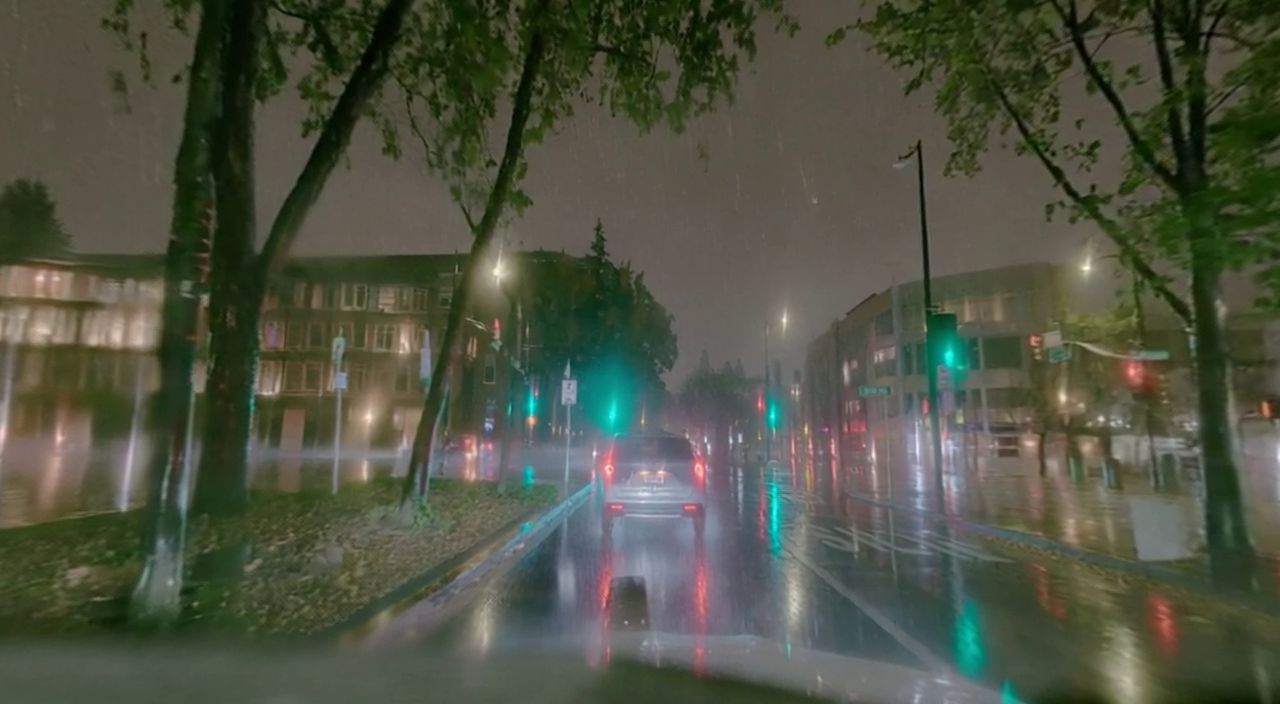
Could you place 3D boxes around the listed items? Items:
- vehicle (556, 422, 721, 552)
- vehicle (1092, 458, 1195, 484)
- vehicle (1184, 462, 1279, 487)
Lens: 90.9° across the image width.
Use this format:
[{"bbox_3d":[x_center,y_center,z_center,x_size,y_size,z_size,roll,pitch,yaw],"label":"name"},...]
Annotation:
[{"bbox_3d":[-0.008,1.992,9.957,2.079,1.621,3.861,0,-8,1],"label":"vehicle"},{"bbox_3d":[30.347,7.139,38.032,4.668,1.441,1.904,0,-9,-4],"label":"vehicle"},{"bbox_3d":[36.064,7.383,38.141,4.457,1.409,1.873,0,-9,0],"label":"vehicle"}]
